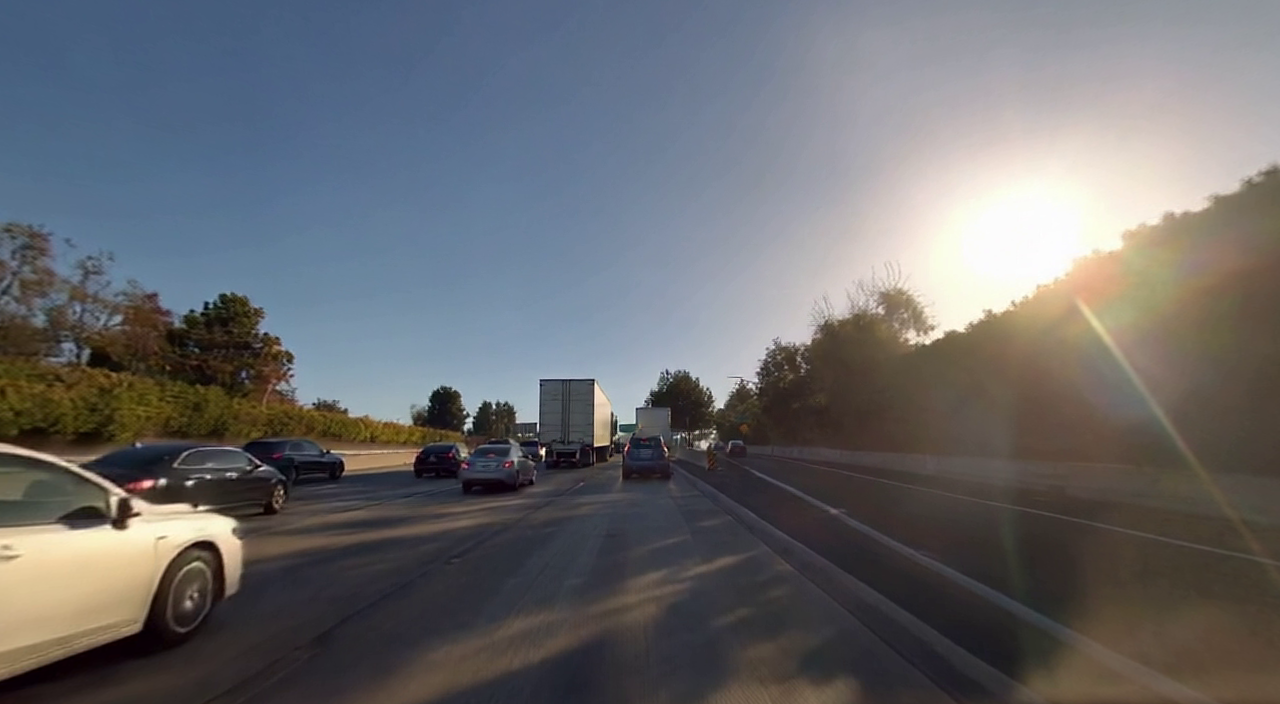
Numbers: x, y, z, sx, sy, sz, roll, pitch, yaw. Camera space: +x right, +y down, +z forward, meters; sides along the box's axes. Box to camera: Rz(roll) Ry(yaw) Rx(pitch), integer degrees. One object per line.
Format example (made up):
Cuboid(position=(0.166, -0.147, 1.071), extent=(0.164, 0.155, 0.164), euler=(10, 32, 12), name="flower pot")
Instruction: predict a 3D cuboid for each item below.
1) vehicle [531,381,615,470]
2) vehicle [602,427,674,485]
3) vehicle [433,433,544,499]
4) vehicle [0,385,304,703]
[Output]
Cuboid(position=(-3.712, 5.050, 40.081), extent=(3.348, 4.469, 16.443), euler=(0, -9, 1), name="vehicle")
Cuboid(position=(-0.055, 3.682, 22.599), extent=(2.325, 1.864, 4.128), euler=(0, -8, 0), name="vehicle")
Cuboid(position=(-4.100, 3.156, 17.831), extent=(2.124, 1.627, 3.863), euler=(0, -8, 1), name="vehicle")
Cuboid(position=(-3.764, 0.946, 2.840), extent=(1.866, 1.568, 4.603), euler=(0, -8, 1), name="vehicle")
